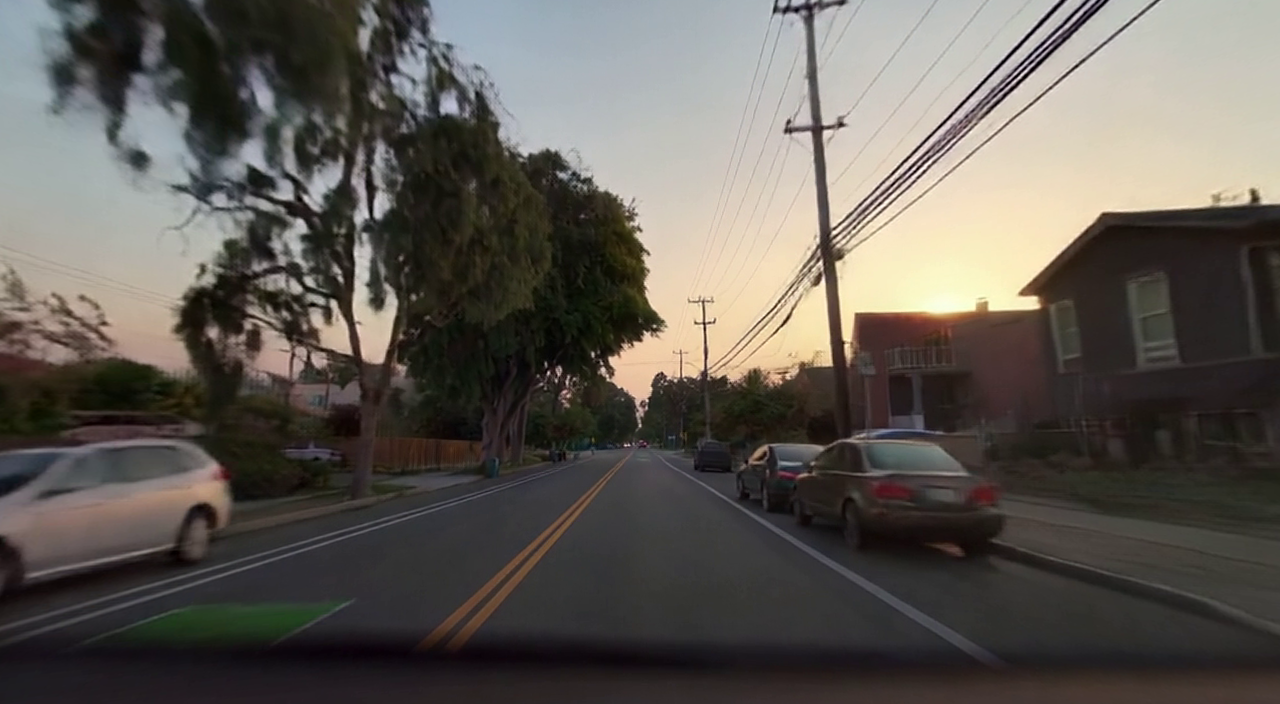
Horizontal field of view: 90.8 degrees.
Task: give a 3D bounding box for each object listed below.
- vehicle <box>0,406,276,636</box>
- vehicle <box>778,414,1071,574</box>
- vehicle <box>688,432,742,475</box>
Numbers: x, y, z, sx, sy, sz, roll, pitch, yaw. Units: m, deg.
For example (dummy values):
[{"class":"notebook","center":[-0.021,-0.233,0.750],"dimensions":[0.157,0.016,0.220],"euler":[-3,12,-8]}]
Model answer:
[{"class":"vehicle","center":[-6.387,1.668,7.140],"dimensions":[1.947,1.930,4.306],"euler":[-2,-7,0]},{"class":"vehicle","center":[3.536,1.853,9.128],"dimensions":[1.955,1.665,4.818],"euler":[0,-8,0]},{"class":"vehicle","center":[3.748,5.159,32.290],"dimensions":[2.088,2.019,4.802],"euler":[0,-8,-1]}]
